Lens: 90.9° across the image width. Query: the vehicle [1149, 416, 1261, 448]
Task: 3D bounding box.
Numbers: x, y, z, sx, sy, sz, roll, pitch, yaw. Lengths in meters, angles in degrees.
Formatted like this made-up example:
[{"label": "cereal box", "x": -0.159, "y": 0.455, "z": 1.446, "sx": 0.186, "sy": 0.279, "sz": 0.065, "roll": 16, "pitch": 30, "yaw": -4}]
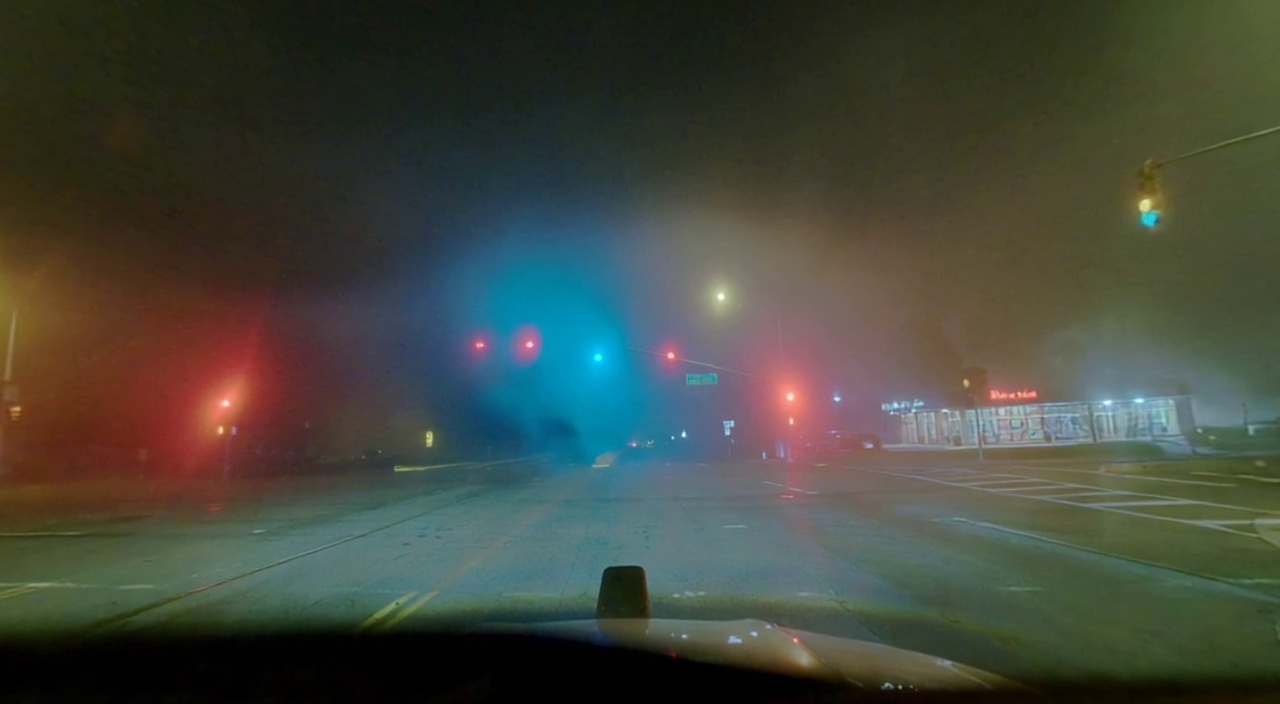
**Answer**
[{"label": "vehicle", "x": 28.271, "y": 4.075, "z": 31.724, "sx": 1.799, "sy": 1.459, "sz": 4.266, "roll": 0, "pitch": -8, "yaw": 3}]
